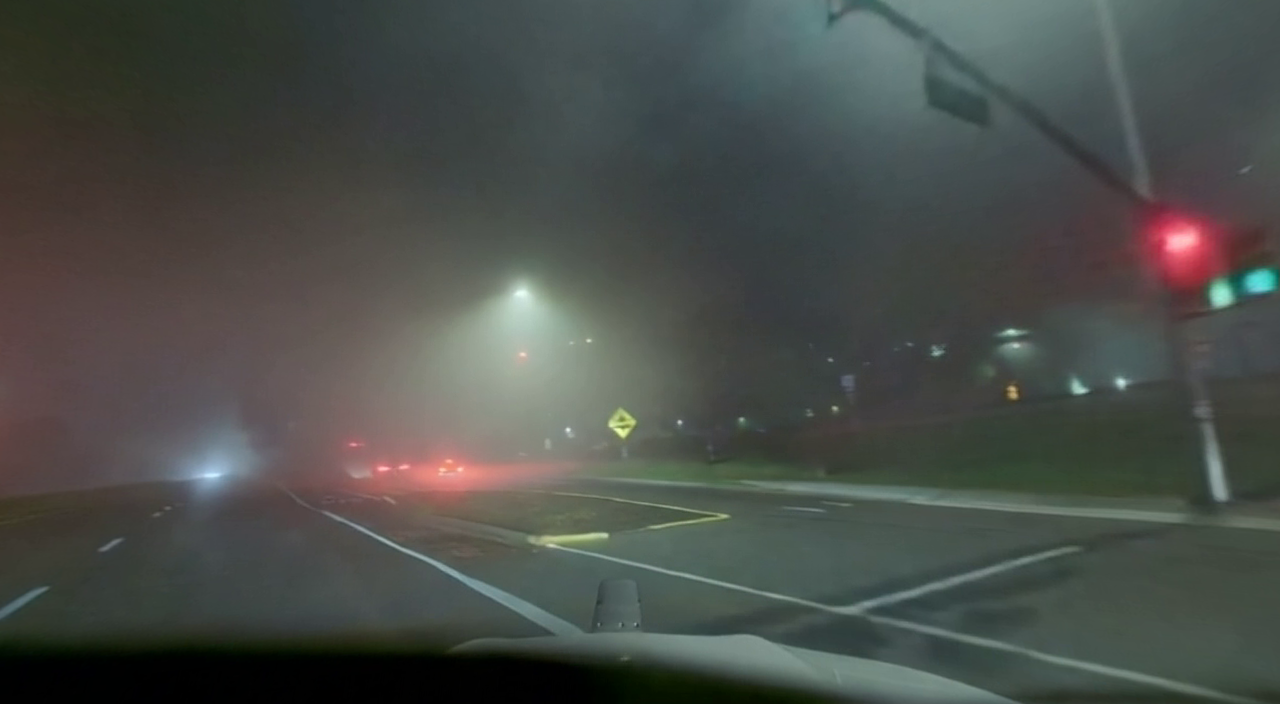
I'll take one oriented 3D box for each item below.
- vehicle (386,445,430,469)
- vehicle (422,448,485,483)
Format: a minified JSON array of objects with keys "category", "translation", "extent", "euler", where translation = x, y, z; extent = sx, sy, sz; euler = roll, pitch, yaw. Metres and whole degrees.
[{"category":"vehicle","translation":[-16.302,7.339,44.232],"extent":[2.007,1.605,3.852],"euler":[5,-10,-32]},{"category":"vehicle","translation":[-9.104,5.453,30.643],"extent":[2.048,1.516,3.874],"euler":[4,-10,-29]}]
